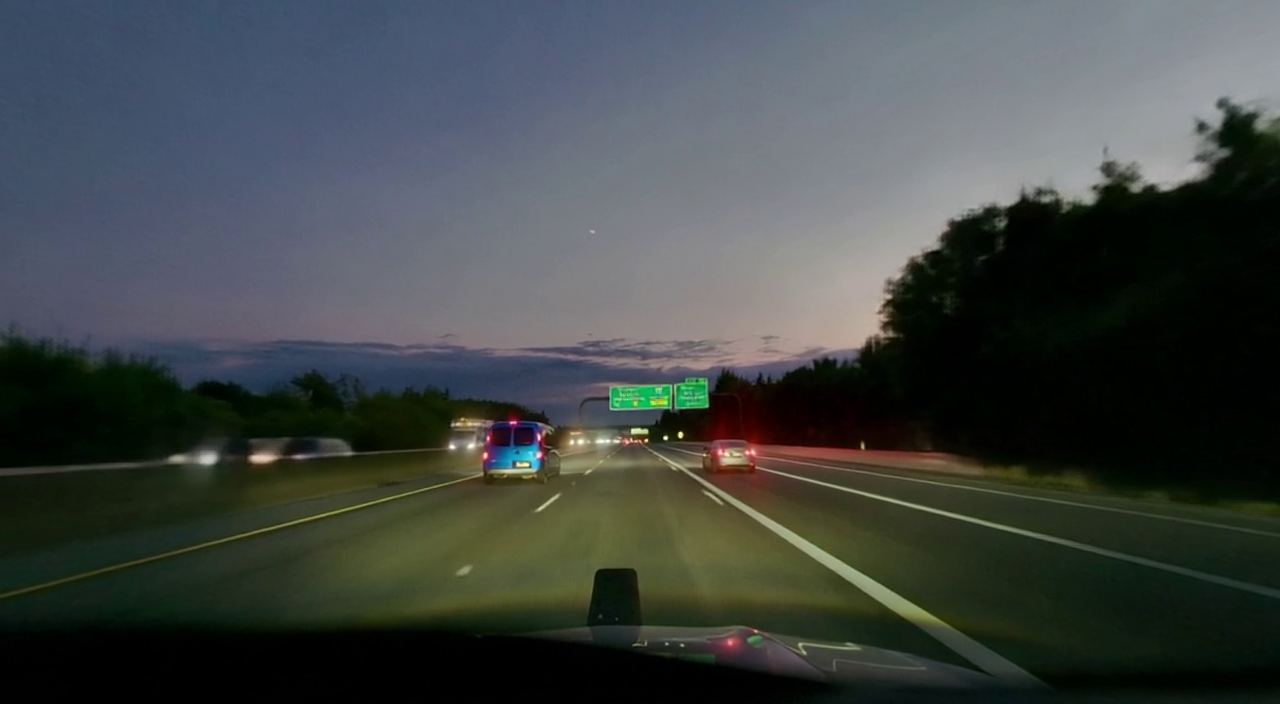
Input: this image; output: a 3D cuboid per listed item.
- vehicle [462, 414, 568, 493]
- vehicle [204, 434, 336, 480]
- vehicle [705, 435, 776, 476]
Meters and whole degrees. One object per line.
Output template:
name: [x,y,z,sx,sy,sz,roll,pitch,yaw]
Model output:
vehicle: [-3.533,2.971,18.941,2.275,2.053,5.082,0,-8,-2]
vehicle: [-12.942,3.657,22.453,2.038,1.459,4.428,0,-8,-1]
vehicle: [3.818,3.968,24.525,2.020,1.464,3.803,0,-8,-2]
